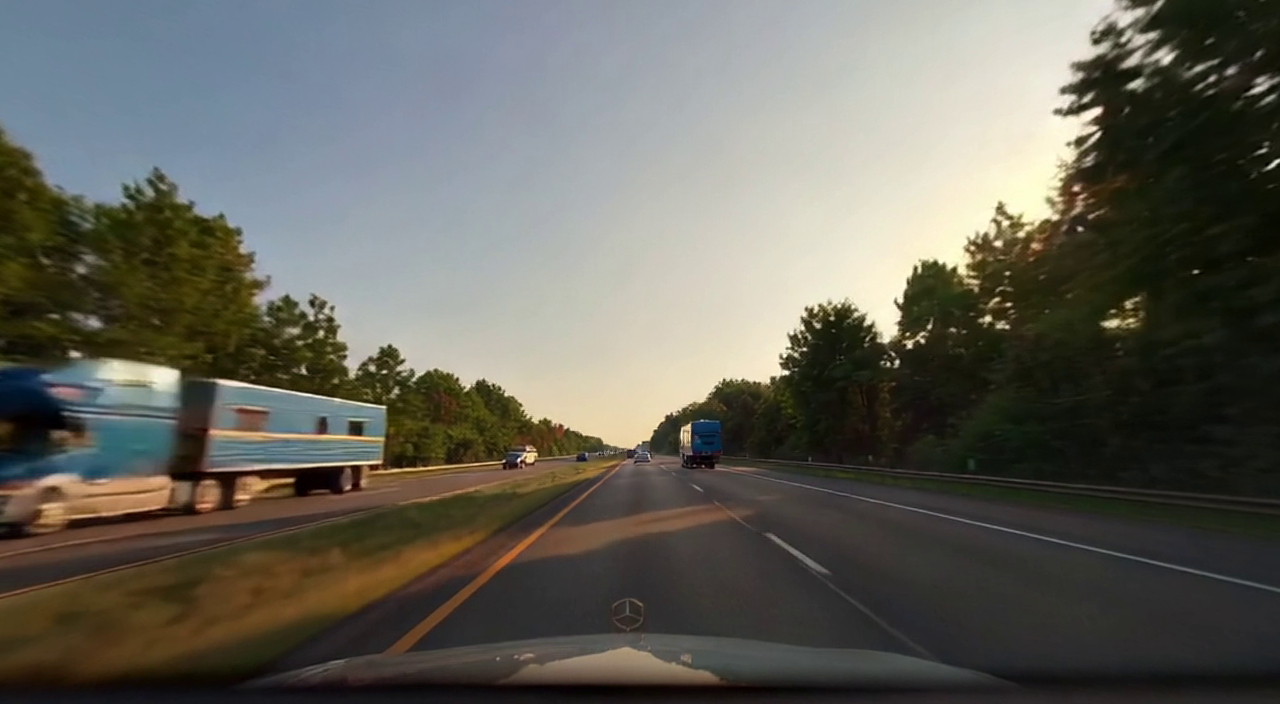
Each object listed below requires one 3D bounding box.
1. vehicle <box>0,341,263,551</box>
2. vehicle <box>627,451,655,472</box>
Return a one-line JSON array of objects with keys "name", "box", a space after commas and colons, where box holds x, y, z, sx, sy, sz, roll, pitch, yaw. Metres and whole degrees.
[{"name": "vehicle", "box": [-12.504, 2.212, 14.955, 3.069, 3.904, 6.259, 0, -9, 0]}, {"name": "vehicle", "box": [0.078, 7.751, 44.832, 1.926, 1.386, 3.615, 0, -9, 0]}]
